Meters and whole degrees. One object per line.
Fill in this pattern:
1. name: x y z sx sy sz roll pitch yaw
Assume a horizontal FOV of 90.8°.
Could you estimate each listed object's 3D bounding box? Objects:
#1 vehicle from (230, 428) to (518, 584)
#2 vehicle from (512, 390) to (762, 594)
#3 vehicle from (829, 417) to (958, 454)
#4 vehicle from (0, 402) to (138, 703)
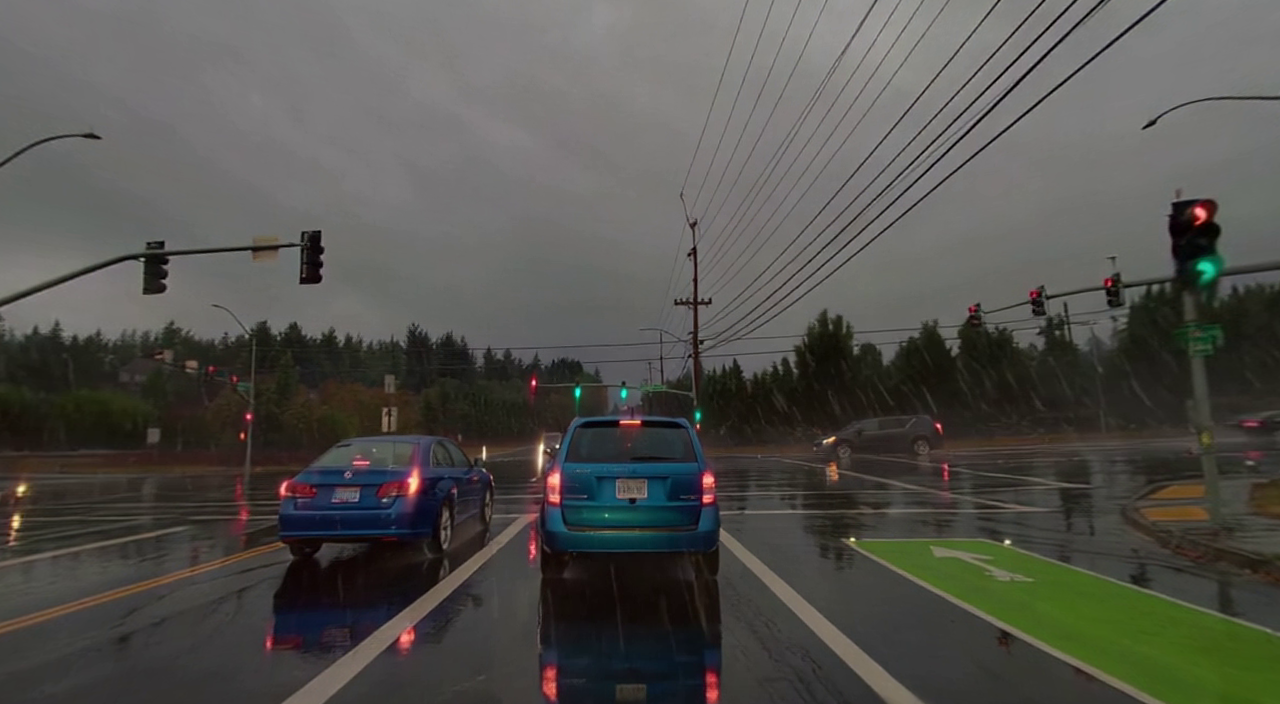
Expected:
1. vehicle: -2.930 1.760 8.005 1.969 1.486 3.702 0 -8 1
2. vehicle: -0.057 1.519 7.621 2.182 1.773 4.041 0 -8 -1
3. vehicle: 13.832 4.609 34.837 6.143 1.944 2.229 -1 -8 5
4. vehicle: -3.350 0.658 0.436 1.928 1.488 4.936 0 -8 0
